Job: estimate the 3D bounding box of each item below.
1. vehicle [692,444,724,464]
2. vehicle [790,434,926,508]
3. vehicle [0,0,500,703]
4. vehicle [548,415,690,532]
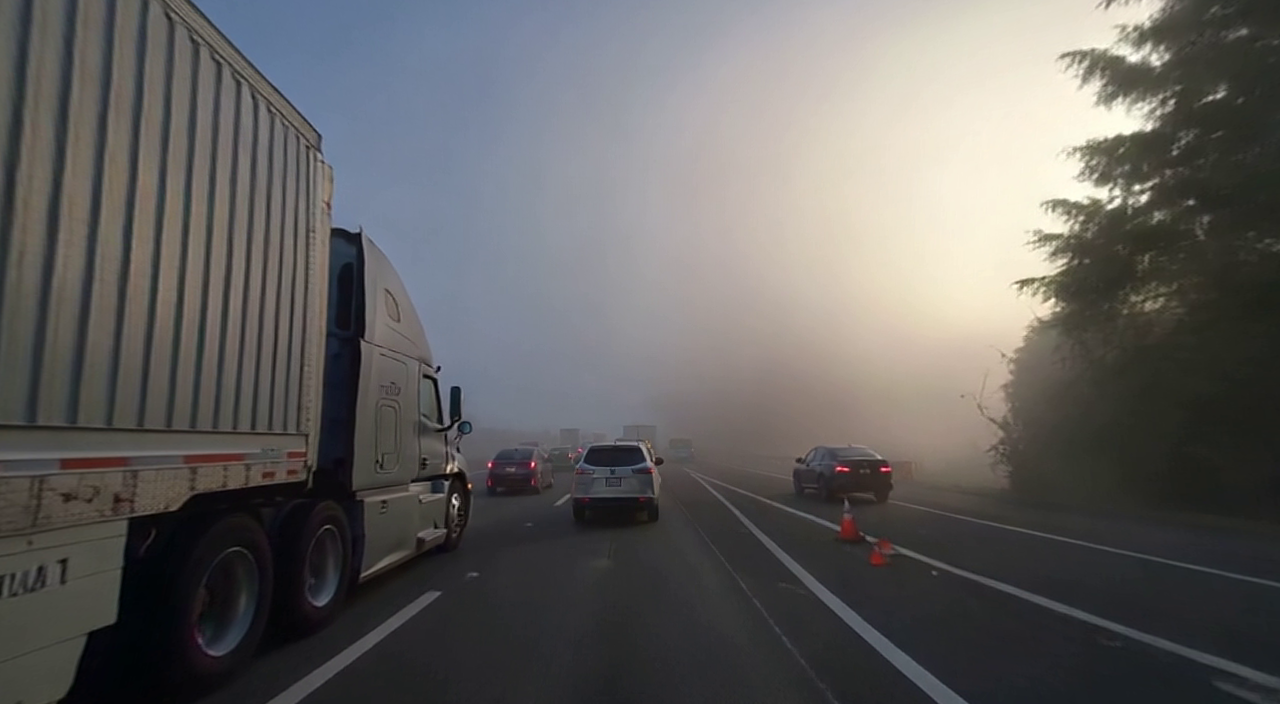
[{"bbox_3d":[5.260,8.021,49.533,1.918,1.479,4.571,0,-9,-1],"label":"vehicle"},{"bbox_3d":[5.239,2.900,15.792,1.937,1.601,3.798,0,-9,-2],"label":"vehicle"},{"bbox_3d":[-3.703,-0.331,2.300,2.857,4.063,16.026,0,-8,0],"label":"vehicle"},{"bbox_3d":[-0.326,2.156,11.665,2.152,1.779,3.924,0,-9,0],"label":"vehicle"}]
